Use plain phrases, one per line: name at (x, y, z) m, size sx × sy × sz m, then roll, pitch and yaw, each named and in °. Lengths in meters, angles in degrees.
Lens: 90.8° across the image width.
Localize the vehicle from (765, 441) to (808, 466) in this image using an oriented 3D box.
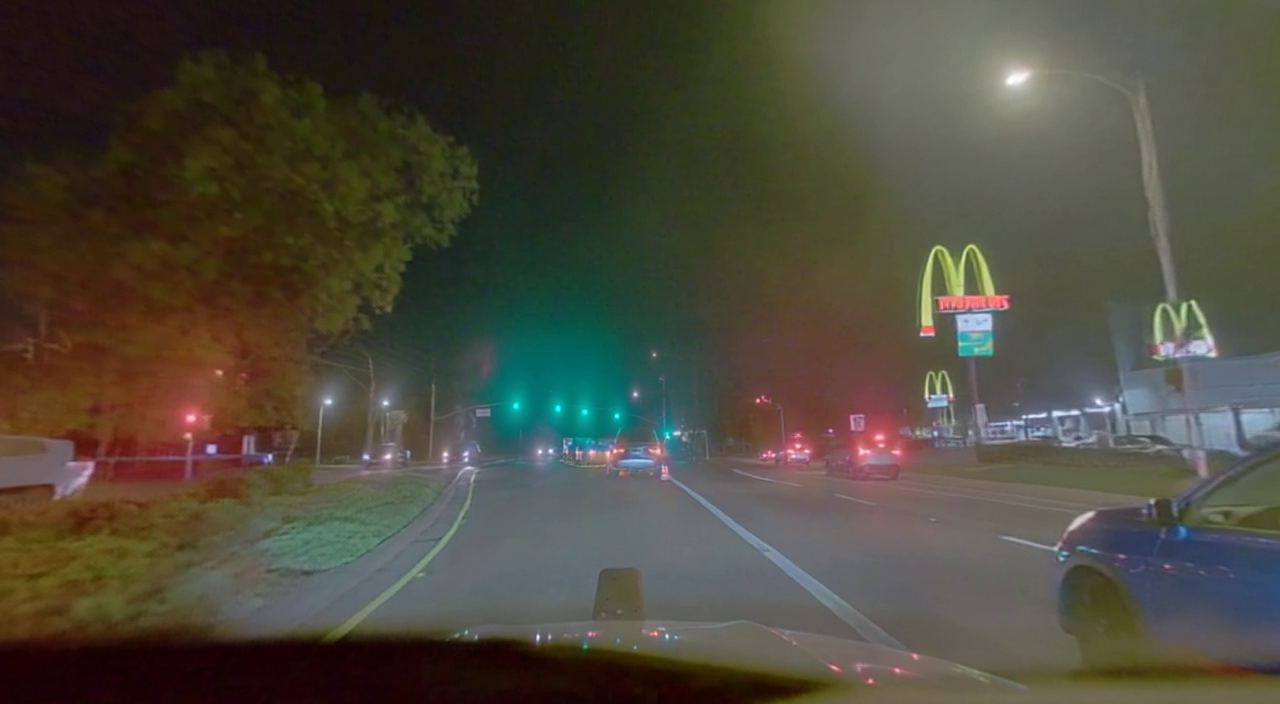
vehicle at (9.517, 6.621, 41.275) m, size 1.879 × 1.517 × 4.006 m, roll 0°, pitch -8°, yaw 0°

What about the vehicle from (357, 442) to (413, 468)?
vehicle at (-18.625, 7.538, 46.356) m, size 2.050 × 1.797 × 4.945 m, roll 0°, pitch -8°, yaw 0°

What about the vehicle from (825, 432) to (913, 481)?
vehicle at (9.045, 4.167, 25.398) m, size 1.977 × 1.786 × 4.344 m, roll 0°, pitch -8°, yaw 1°

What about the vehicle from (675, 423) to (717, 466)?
vehicle at (3.578, 5.948, 40.997) m, size 2.239 × 2.586 × 4.586 m, roll 1°, pitch -8°, yaw -1°

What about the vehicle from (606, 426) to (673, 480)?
vehicle at (-0.076, 3.959, 24.952) m, size 2.402 × 1.938 × 4.535 m, roll 0°, pitch -8°, yaw -1°

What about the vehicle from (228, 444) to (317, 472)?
vehicle at (-27.404, 7.903, 47.231) m, size 5.258 × 1.970 × 2.363 m, roll -1°, pitch -8°, yaw 4°

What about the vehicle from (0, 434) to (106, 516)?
vehicle at (-14.337, 2.655, 13.507) m, size 2.136 × 1.676 × 4.371 m, roll -1°, pitch -10°, yaw -3°

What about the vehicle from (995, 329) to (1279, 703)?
vehicle at (3.402, 0.716, 1.894) m, size 2.076 × 1.716 × 4.416 m, roll 0°, pitch -8°, yaw 0°
